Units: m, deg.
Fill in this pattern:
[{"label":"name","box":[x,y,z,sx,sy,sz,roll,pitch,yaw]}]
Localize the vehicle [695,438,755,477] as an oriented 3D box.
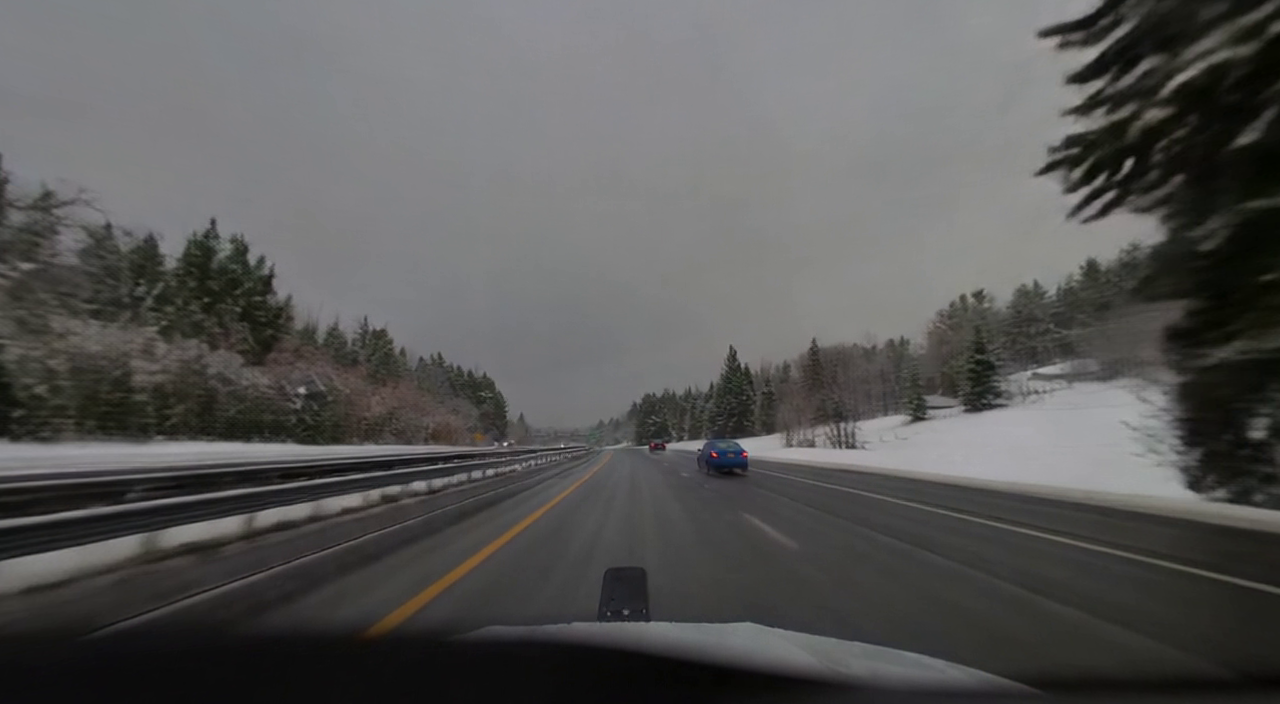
[{"label":"vehicle","box":[3.555,4.472,26.944,1.945,1.538,3.729,0,-8,-1]}]
